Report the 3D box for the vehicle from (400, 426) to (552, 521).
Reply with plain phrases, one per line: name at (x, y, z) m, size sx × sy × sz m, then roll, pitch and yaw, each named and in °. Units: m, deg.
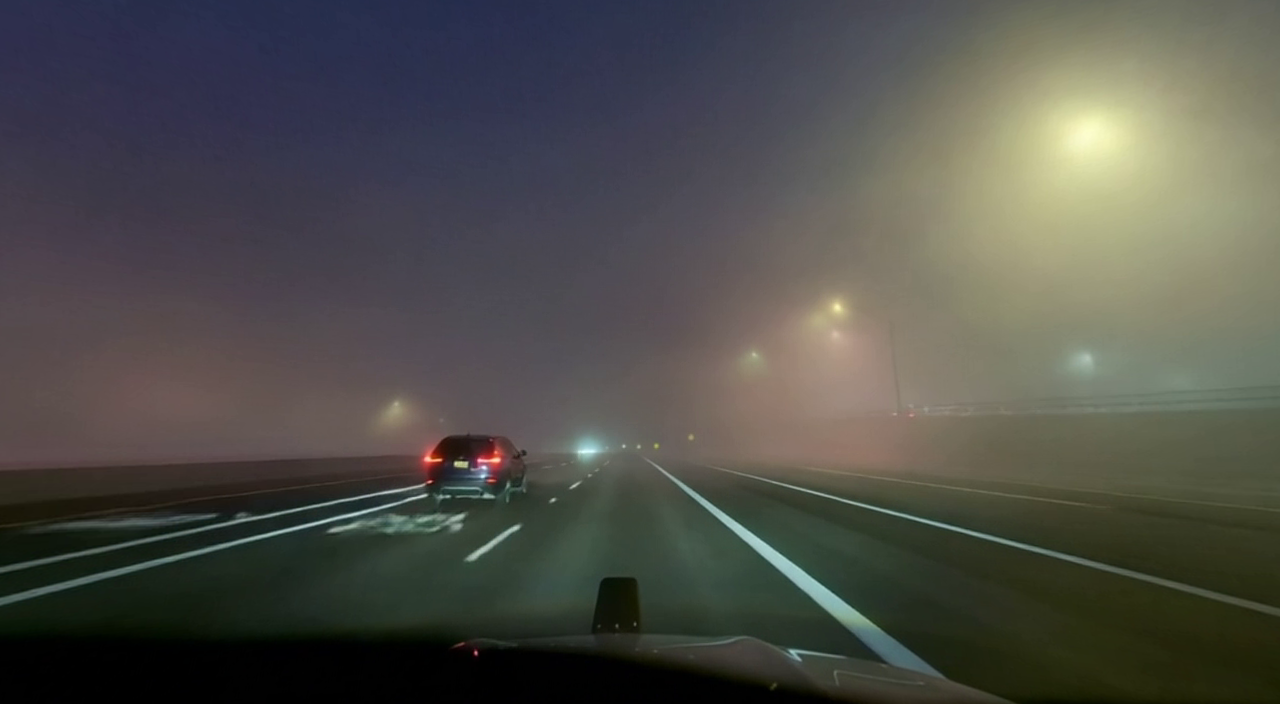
vehicle at (-3.286, 2.529, 13.681) m, size 2.178 × 1.699 × 4.321 m, roll 0°, pitch -8°, yaw -1°
